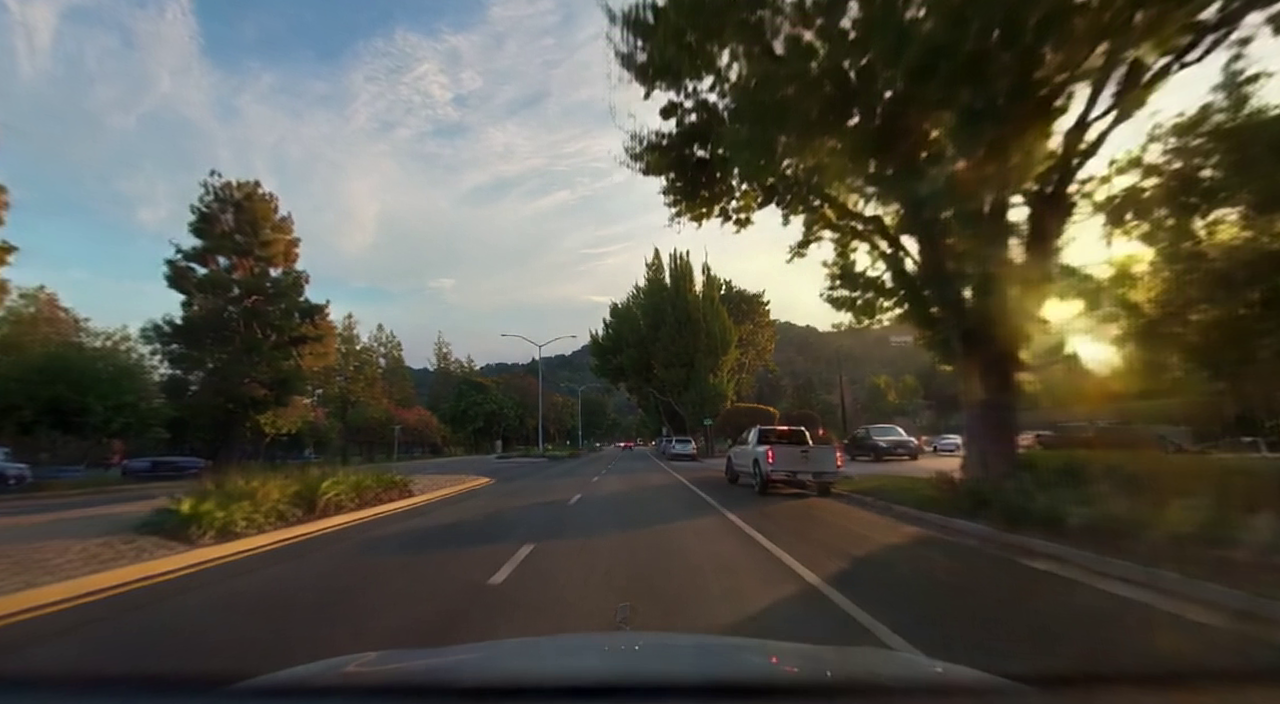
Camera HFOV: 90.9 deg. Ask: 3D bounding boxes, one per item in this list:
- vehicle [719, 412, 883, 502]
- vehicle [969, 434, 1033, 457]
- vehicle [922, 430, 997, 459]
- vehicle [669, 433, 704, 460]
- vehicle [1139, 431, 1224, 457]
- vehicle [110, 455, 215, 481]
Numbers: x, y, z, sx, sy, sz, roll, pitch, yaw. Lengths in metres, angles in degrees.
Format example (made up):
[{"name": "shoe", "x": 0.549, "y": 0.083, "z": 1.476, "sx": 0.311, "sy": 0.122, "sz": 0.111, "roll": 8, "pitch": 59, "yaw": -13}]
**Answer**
[{"name": "vehicle", "x": 3.784, "y": 2.622, "z": 16.217, "sx": 2.493, "sy": 1.896, "sz": 5.433, "roll": 0, "pitch": -8, "yaw": -4}, {"name": "vehicle", "x": 25.272, "y": 6.590, "z": 44.298, "sx": 1.896, "sy": 1.538, "sz": 4.080, "roll": 0, "pitch": -9, "yaw": -2}, {"name": "vehicle", "x": 22.310, "y": 6.500, "z": 44.342, "sx": 2.313, "sy": 1.900, "sz": 5.397, "roll": 1, "pitch": -9, "yaw": -1}, {"name": "vehicle", "x": 3.311, "y": 6.858, "z": 45.762, "sx": 2.144, "sy": 1.848, "sz": 4.159, "roll": 0, "pitch": -8, "yaw": -1}, {"name": "vehicle", "x": 38.345, "y": 6.518, "z": 44.798, "sx": 1.870, "sy": 1.514, "sz": 4.544, "roll": -6, "pitch": -7, "yaw": -1}, {"name": "vehicle", "x": -29.171, "y": 7.090, "z": 38.652, "sx": 4.719, "sy": 1.433, "sz": 1.995, "roll": 1, "pitch": -8, "yaw": -5}]
